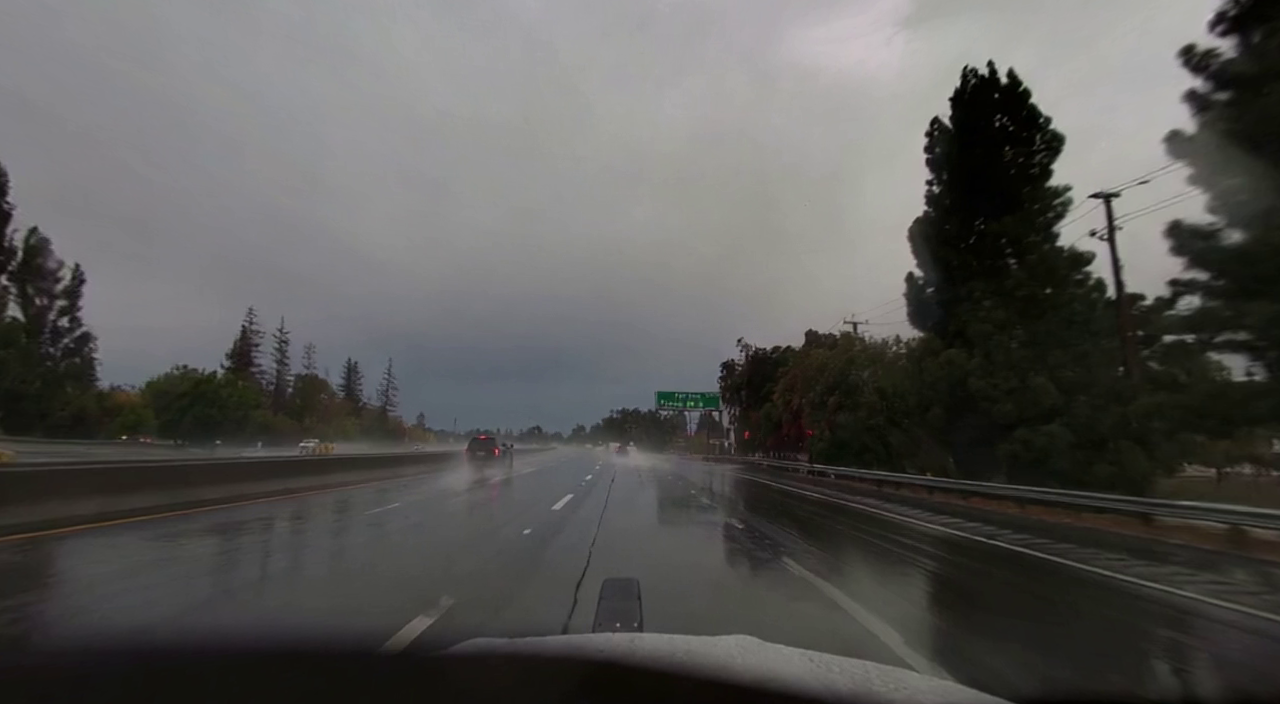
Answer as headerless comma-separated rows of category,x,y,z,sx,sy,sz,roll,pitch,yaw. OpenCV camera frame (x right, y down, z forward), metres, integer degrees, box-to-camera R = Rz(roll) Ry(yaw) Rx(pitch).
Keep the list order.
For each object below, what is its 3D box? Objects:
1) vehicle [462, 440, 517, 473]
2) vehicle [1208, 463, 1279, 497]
vehicle,-8.263,5.766,35.056,2.053,1.682,4.423,0,-8,-1
vehicle,40.521,8.218,40.643,2.161,1.950,5.677,1,-9,-8
